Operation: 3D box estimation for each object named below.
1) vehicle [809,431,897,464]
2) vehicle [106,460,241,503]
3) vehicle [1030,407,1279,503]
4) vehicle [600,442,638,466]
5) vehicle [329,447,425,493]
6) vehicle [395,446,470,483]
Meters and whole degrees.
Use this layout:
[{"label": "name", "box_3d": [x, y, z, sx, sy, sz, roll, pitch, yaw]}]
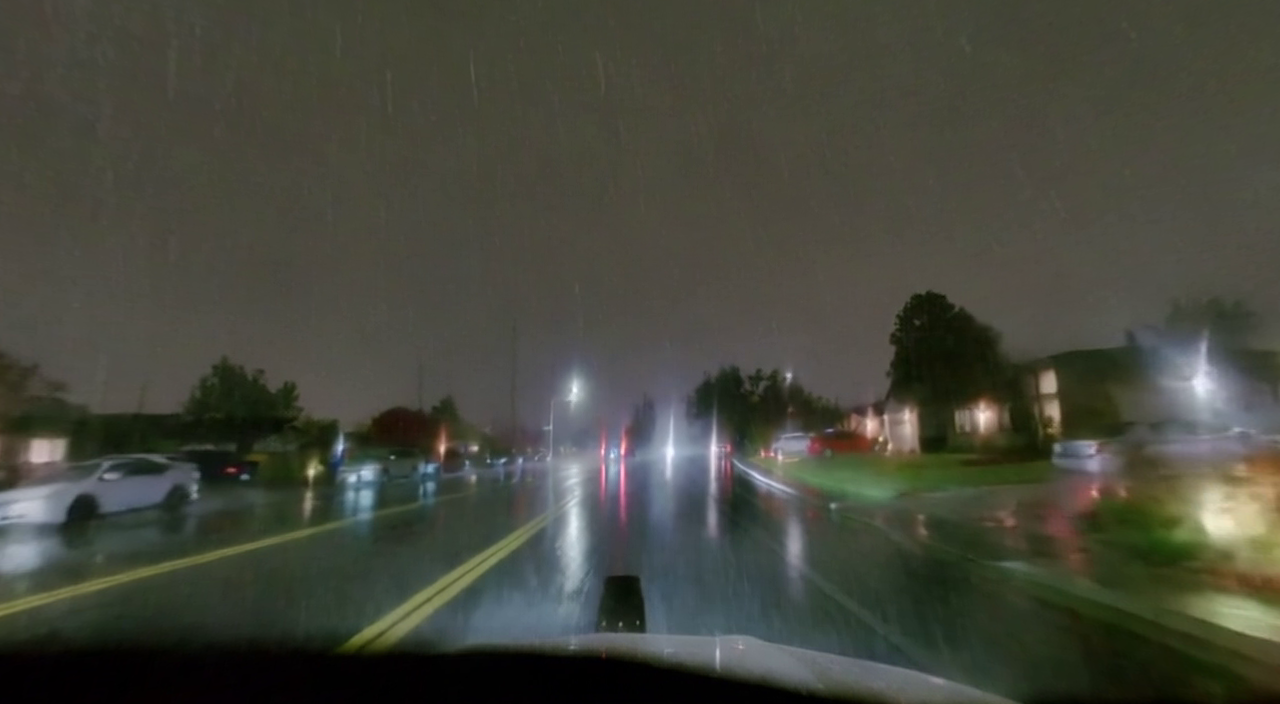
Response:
[{"label": "vehicle", "box_3d": [12.414, 5.616, 37.084, 4.383, 1.602, 1.920, -4, -9, 3]}, {"label": "vehicle", "box_3d": [-17.988, 4.978, 24.638, 1.872, 1.396, 4.150, -1, -8, 4]}, {"label": "vehicle", "box_3d": [10.873, 1.996, 12.576, 4.757, 1.536, 1.938, -5, -9, 5]}, {"label": "vehicle", "box_3d": [-1.530, 7.756, 48.216, 2.135, 1.731, 4.232, -1, -8, 8]}, {"label": "vehicle", "box_3d": [-13.086, 5.836, 31.884, 2.157, 1.882, 5.479, -6, -9, 4]}, {"label": "vehicle", "box_3d": [-12.455, 6.759, 38.378, 2.114, 1.931, 5.936, -5, -9, 5]}]
